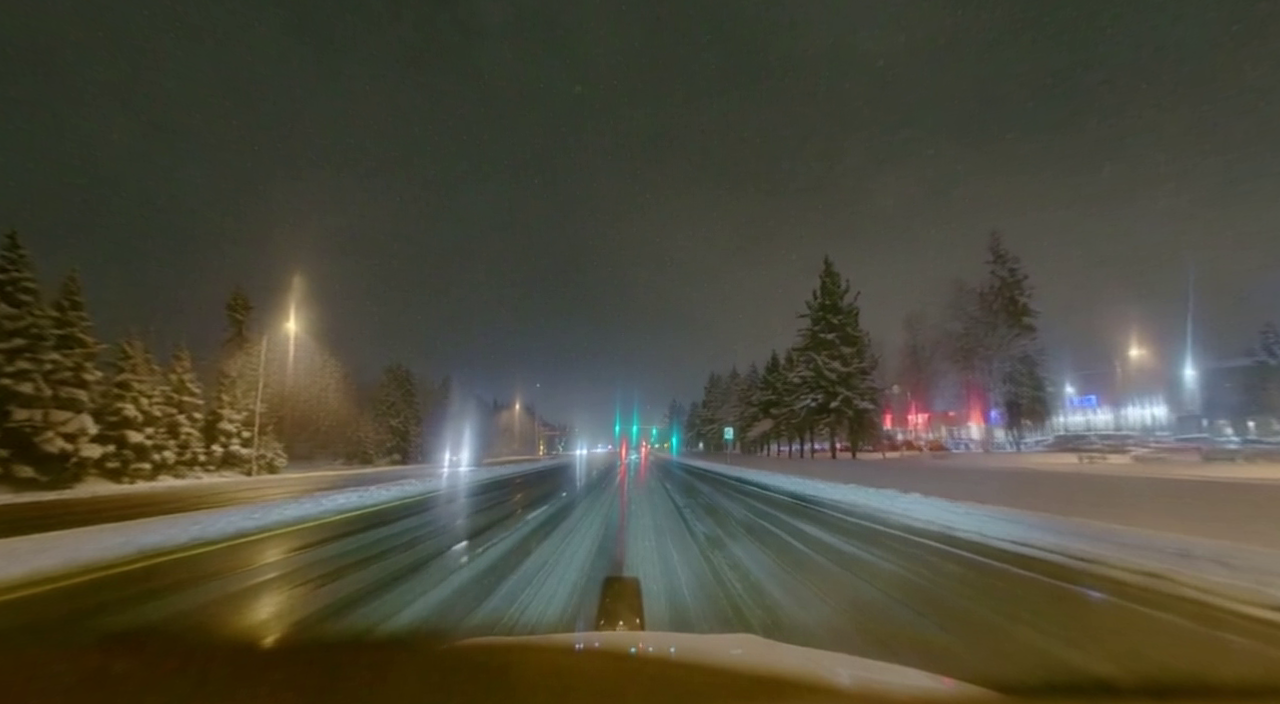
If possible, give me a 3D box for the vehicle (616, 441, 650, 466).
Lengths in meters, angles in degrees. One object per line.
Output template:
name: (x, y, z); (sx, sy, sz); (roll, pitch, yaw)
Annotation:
vehicle: (-0.448, 6.706, 41.620); (2.110, 1.555, 4.431); (1, -9, 0)
